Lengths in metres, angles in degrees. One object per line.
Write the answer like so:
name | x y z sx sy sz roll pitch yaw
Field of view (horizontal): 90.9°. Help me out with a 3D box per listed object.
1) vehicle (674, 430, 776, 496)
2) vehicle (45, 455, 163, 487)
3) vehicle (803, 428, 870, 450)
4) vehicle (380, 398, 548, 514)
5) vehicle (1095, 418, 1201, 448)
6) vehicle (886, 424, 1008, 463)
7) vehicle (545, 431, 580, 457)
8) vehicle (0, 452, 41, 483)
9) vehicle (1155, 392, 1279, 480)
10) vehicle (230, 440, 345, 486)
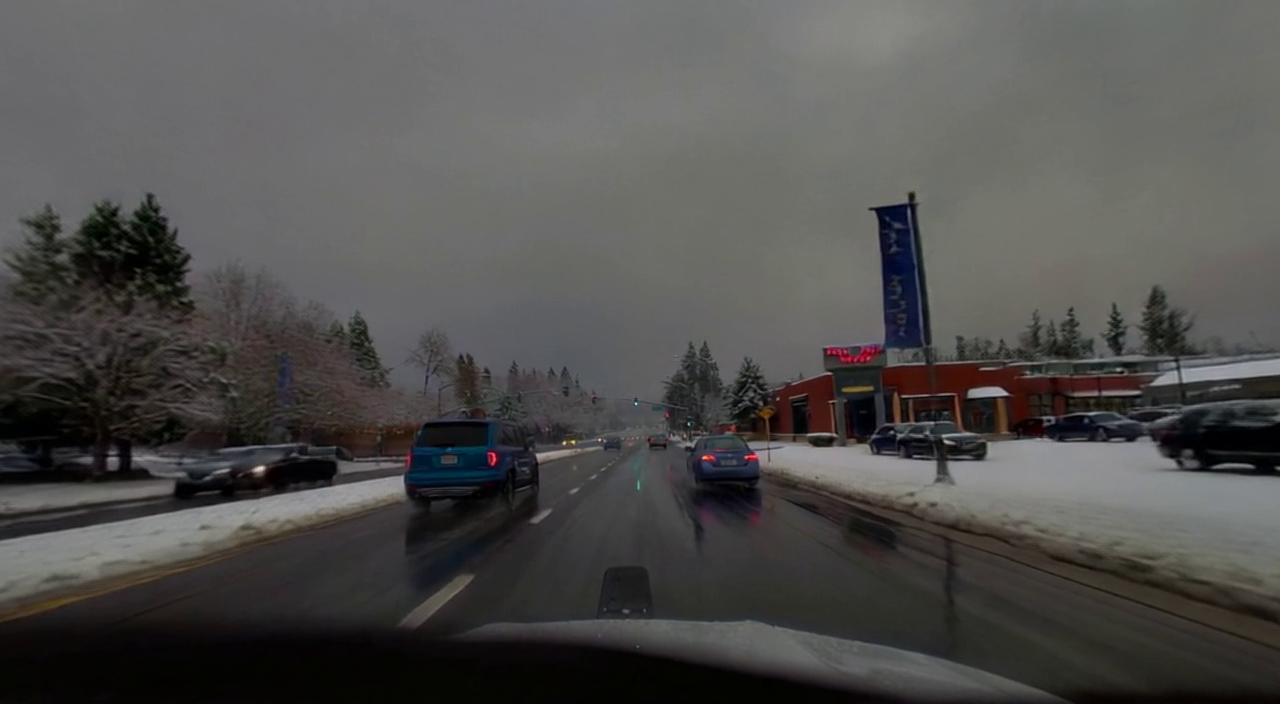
vehicle | 2.061 2.862 16.635 1.919 1.472 4.470 0 -8 -2
vehicle | -26.762 5.922 31.546 2.011 1.395 4.238 -8 -12 44
vehicle | 14.956 6.699 48.248 4.680 1.506 2.017 -3 -10 14
vehicle | -3.389 2.143 13.264 2.152 1.987 4.527 0 -8 1
vehicle | 25.753 4.122 32.044 3.833 1.455 1.927 1 -8 -6
vehicle | 11.904 3.593 24.627 1.874 1.386 3.745 6 -11 -36
vehicle | -6.026 7.207 49.325 2.157 1.942 4.210 0 -8 1
vehicle | -37.025 6.834 37.230 4.176 1.572 1.916 -9 -9 41
vehicle | 12.979 1.613 12.097 1.887 1.630 4.705 1 -8 -6
vehicle | -14.133 4.454 25.635 1.942 1.645 4.538 0 -9 1
